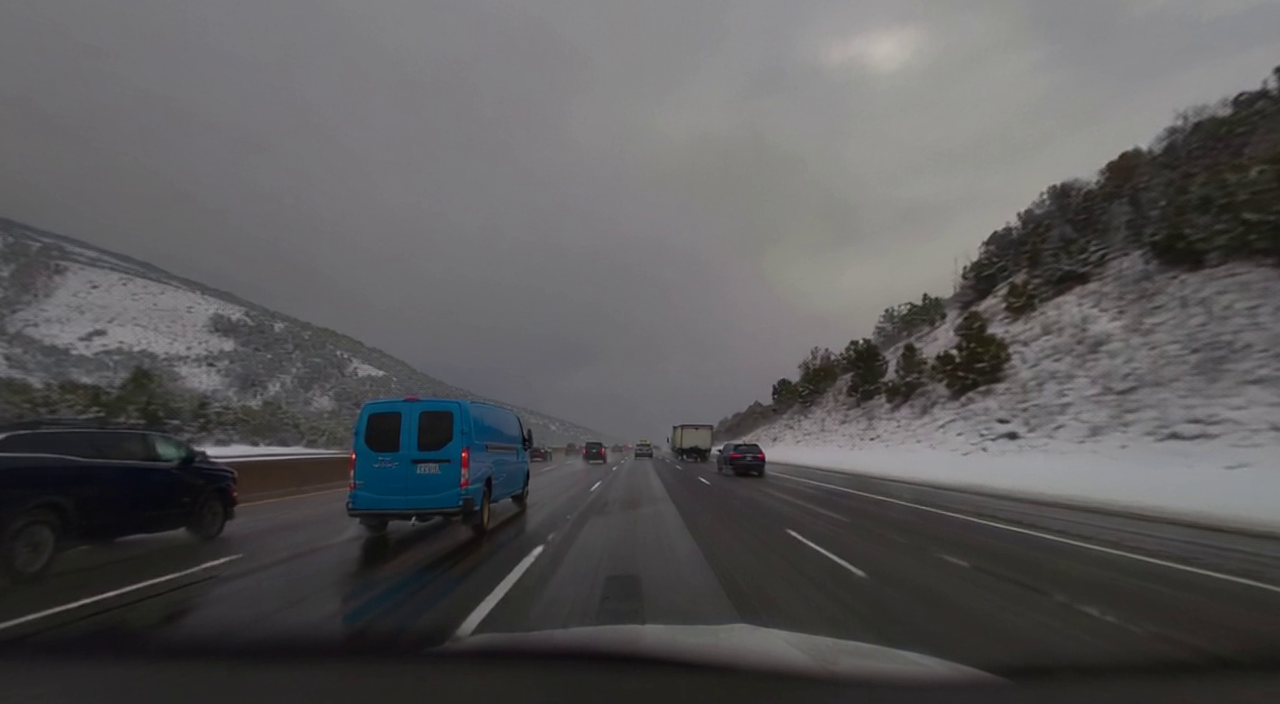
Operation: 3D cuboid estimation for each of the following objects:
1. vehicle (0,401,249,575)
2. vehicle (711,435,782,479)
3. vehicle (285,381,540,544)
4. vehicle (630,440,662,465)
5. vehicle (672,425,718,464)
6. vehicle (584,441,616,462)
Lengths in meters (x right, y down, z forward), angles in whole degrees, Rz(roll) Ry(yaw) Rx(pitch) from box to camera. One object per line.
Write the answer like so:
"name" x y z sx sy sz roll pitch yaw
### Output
"vehicle" -7.376 1.557 7.646 2.054 1.715 4.928 0 -8 0
"vehicle" 4.191 4.203 25.460 2.051 1.598 4.145 0 -9 -1
"vehicle" -3.553 1.926 11.502 2.421 2.203 5.775 0 -8 1
"vehicle" 0.379 6.591 41.370 2.014 1.543 3.804 0 -9 0
"vehicle" 4.113 7.185 48.809 2.877 2.730 7.831 0 -9 0
"vehicle" -3.044 7.630 48.440 2.138 1.581 4.340 0 -9 1
